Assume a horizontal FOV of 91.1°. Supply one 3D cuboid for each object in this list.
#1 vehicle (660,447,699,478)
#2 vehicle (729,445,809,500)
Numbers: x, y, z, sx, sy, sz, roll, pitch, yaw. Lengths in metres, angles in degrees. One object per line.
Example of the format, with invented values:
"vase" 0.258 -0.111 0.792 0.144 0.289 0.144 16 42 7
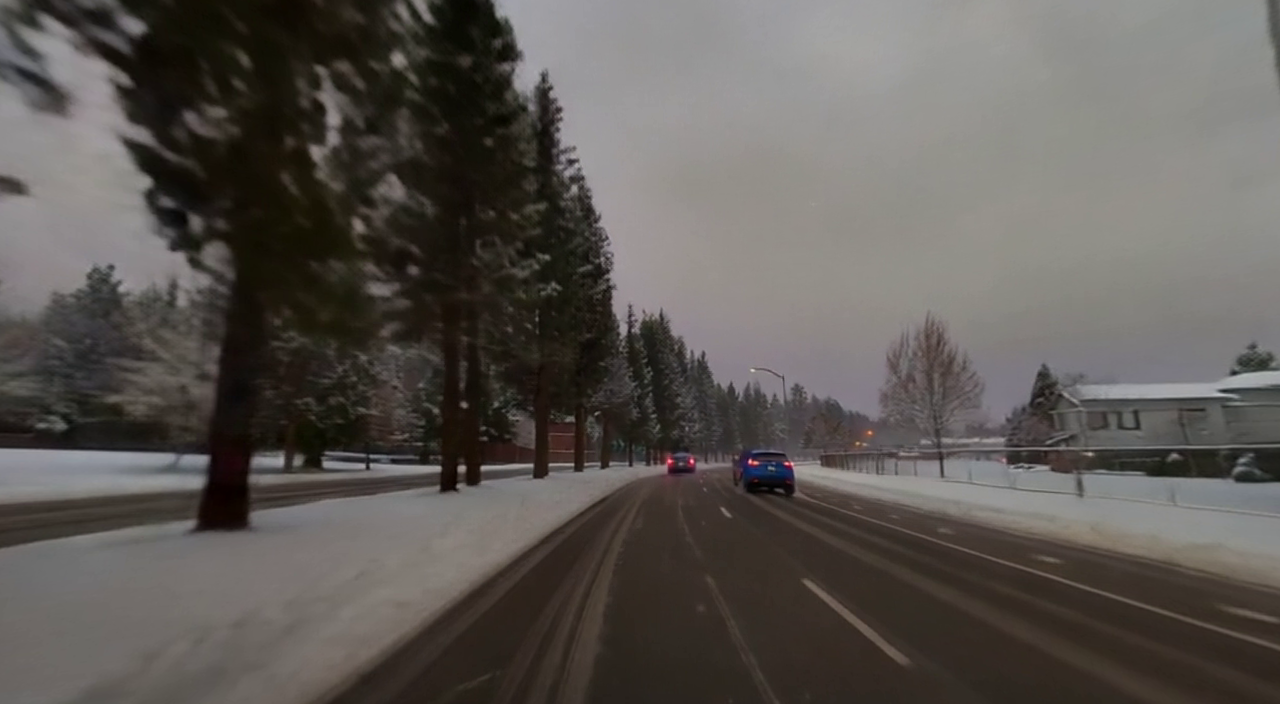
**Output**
"vehicle" 2.640 7.117 40.741 2.251 1.822 4.391 -1 -9 7
"vehicle" 4.275 4.042 21.509 1.971 1.663 4.287 0 -8 2
